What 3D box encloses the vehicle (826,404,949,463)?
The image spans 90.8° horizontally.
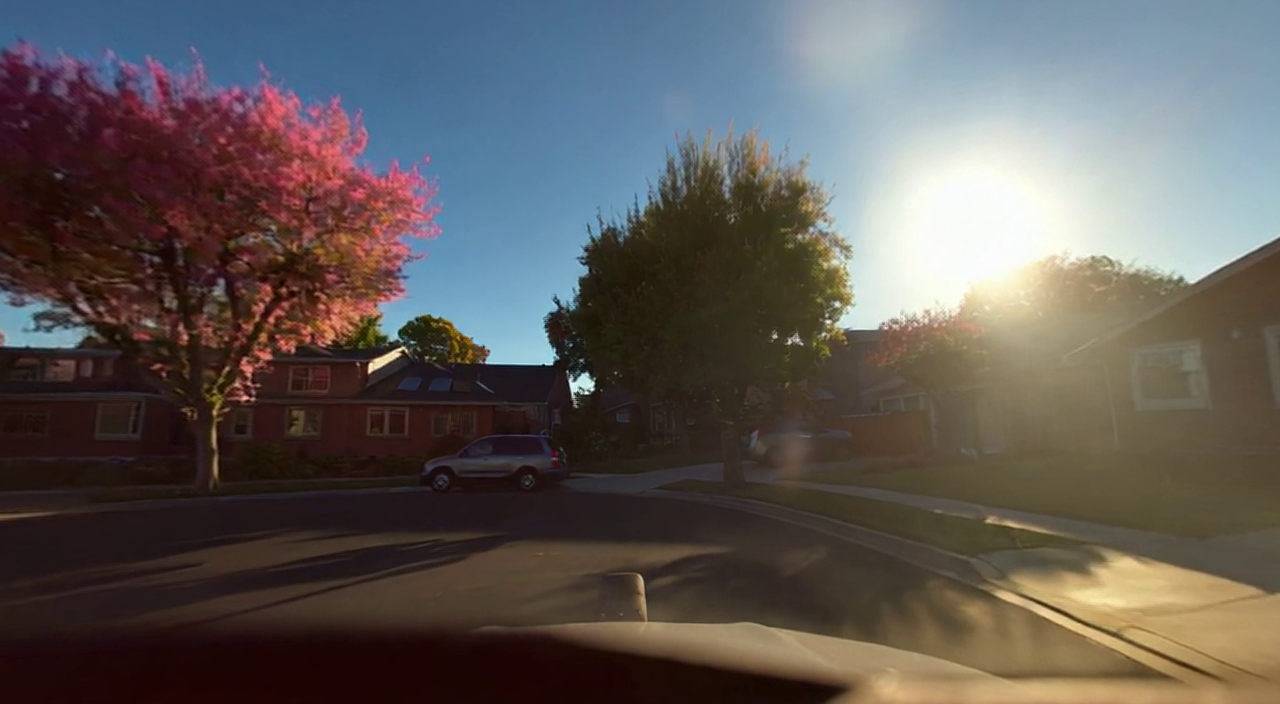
[{"bbox_3d":[8.454,2.785,21.426,4.495,1.773,2.152,8,-11,-44],"label":"vehicle"}]

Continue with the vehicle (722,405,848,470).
[{"bbox_3d":[5.135,2.922,22.016,2.310,1.701,4.280,-9,-5,42],"label":"vehicle"}]

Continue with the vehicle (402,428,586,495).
[{"bbox_3d":[-4.260,3.224,18.856,4.815,1.827,2.147,-1,-9,10],"label":"vehicle"}]
